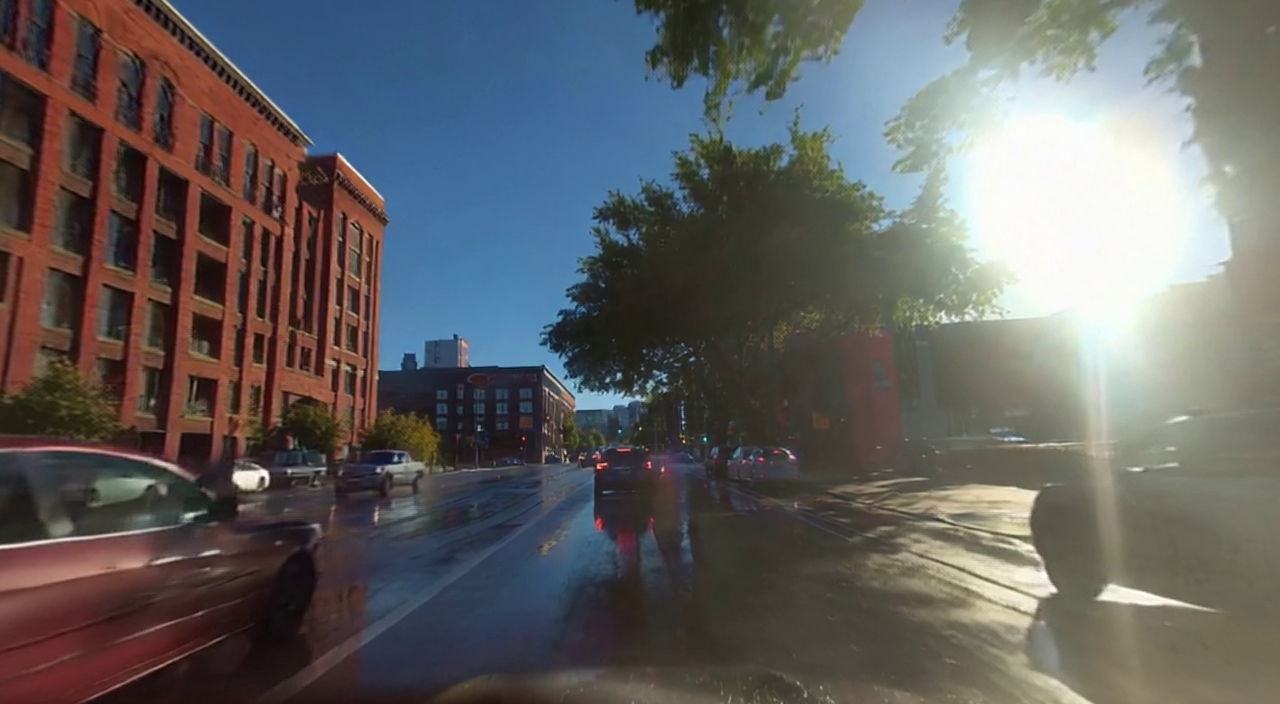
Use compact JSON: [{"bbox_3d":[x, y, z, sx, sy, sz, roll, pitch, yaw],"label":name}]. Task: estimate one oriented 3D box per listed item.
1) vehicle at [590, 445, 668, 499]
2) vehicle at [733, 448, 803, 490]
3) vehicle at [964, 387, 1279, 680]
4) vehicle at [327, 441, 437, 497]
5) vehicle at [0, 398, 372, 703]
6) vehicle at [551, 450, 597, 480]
[{"bbox_3d":[-0.330,3.761,20.193,2.230,1.518,4.113,0,-9,-1],"label":"vehicle"},{"bbox_3d":[4.967,4.579,25.043,1.832,1.491,4.054,1,-9,-2],"label":"vehicle"},{"bbox_3d":[4.855,1.232,4.704,2.123,1.736,4.795,1,-9,-3],"label":"vehicle"},{"bbox_3d":[-9.625,4.367,24.012,2.152,1.890,4.804,0,-9,0],"label":"vehicle"},{"bbox_3d":[-3.437,1.082,3.277,1.934,1.548,4.635,0,-9,1],"label":"vehicle"},{"bbox_3d":[-3.575,6.209,34.915,1.972,1.560,4.066,0,-9,2],"label":"vehicle"}]
